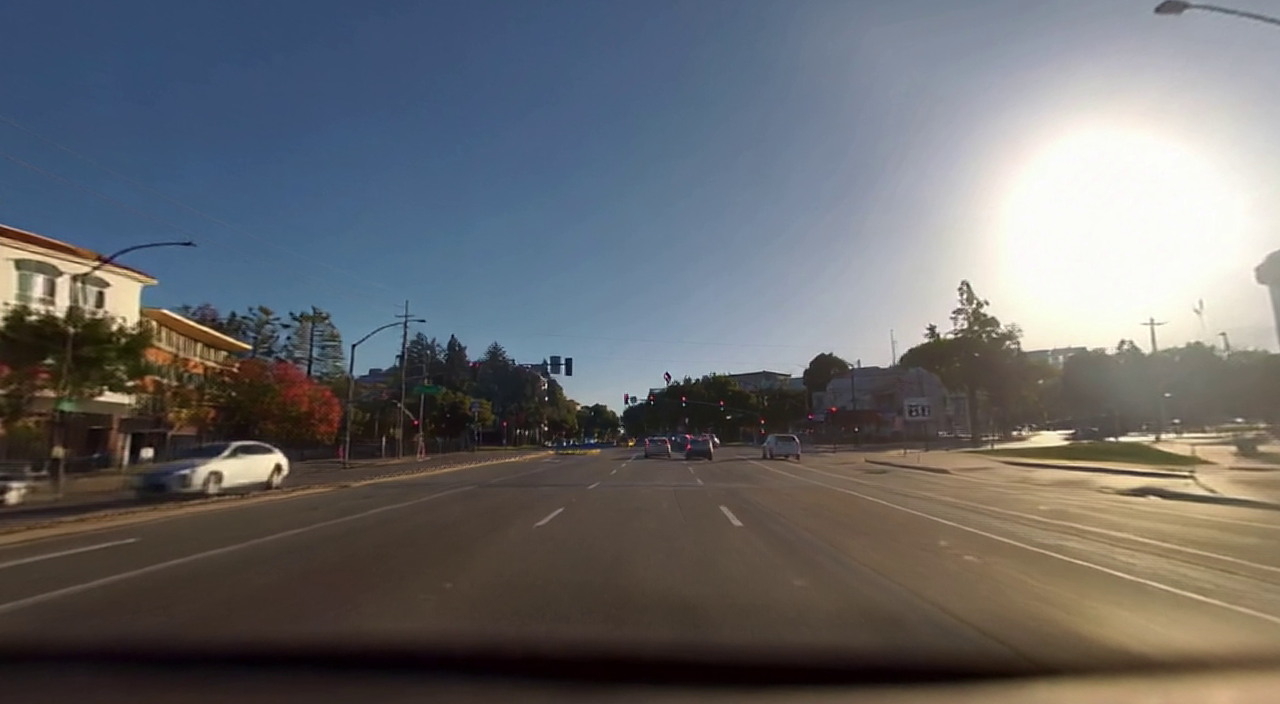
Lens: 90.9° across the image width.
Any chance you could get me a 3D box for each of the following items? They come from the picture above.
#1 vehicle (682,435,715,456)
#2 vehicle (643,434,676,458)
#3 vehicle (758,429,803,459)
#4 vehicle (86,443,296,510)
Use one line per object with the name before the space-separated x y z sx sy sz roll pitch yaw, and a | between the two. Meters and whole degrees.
vehicle | 4.204 6.785 45.675 1.994 1.436 4.169 0 -8 0
vehicle | 1.328 6.375 42.822 2.099 1.516 4.681 0 -8 2
vehicle | 9.545 6.289 43.183 2.132 1.892 4.851 -1 -8 3
vehicle | -11.229 3.115 16.324 1.943 1.463 4.707 0 -8 1
